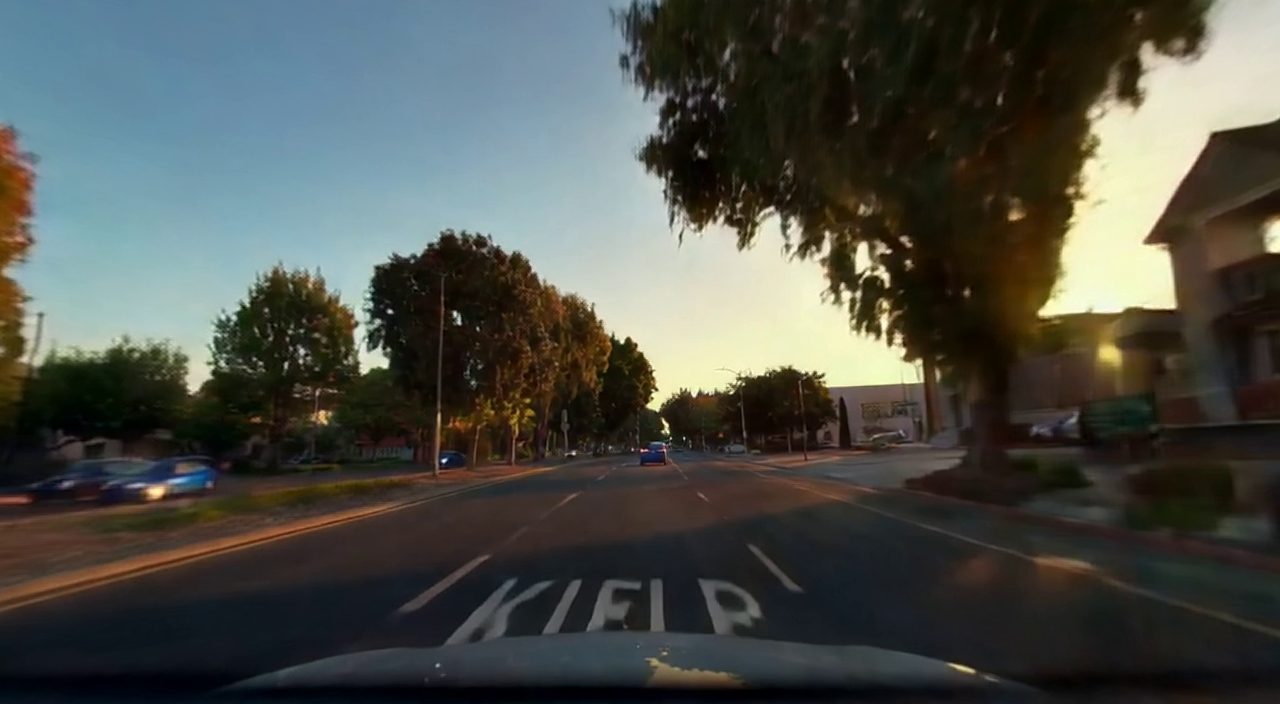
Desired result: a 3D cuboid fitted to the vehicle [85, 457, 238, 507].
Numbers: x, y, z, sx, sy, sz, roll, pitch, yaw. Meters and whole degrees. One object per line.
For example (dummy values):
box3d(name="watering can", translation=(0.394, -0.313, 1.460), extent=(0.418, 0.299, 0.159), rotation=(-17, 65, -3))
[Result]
box3d(name="vehicle", translation=(-16.622, 4.501, 22.166), extent=(1.824, 1.462, 4.520), rotation=(0, -9, 1))

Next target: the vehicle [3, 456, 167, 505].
box3d(name="vehicle", translation=(-20.715, 4.773, 23.782), extent=(1.936, 1.611, 4.584), rotation=(0, -9, 1))

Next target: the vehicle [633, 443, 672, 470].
box3d(name="vehicle", translation=(0.767, 6.210, 37.547), extent=(2.144, 1.505, 4.128), rotation=(0, -9, 2))
